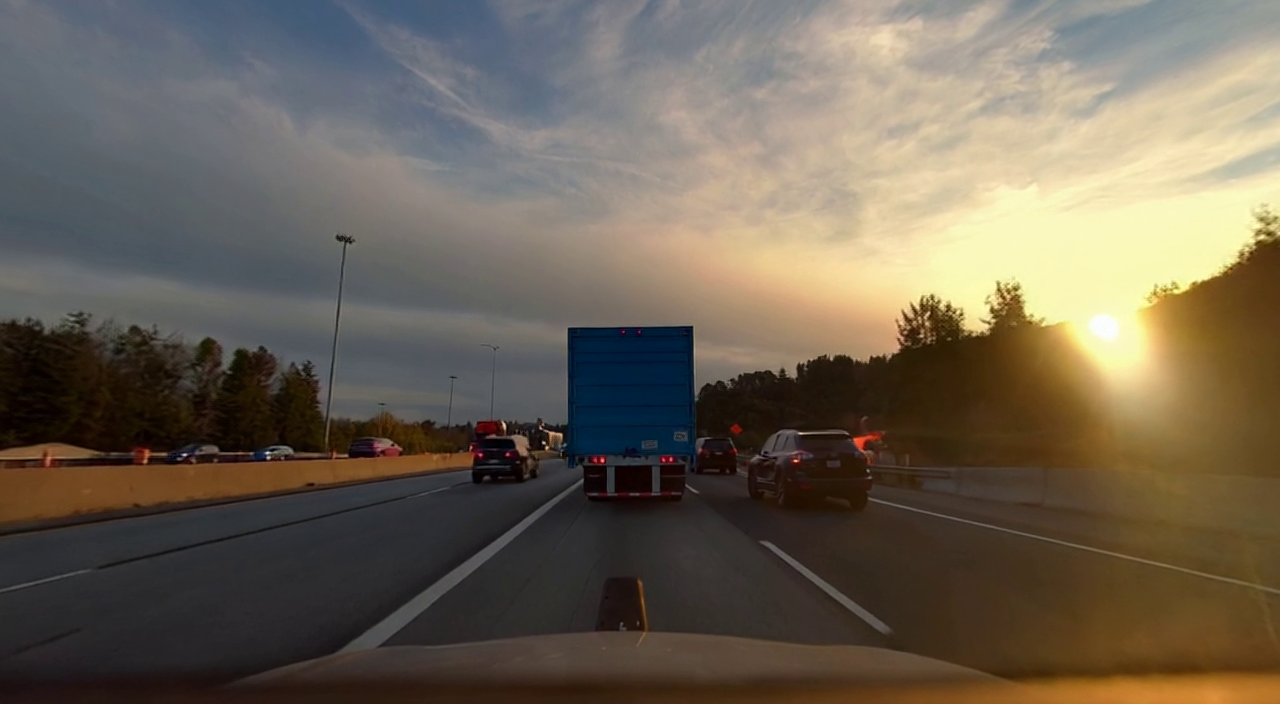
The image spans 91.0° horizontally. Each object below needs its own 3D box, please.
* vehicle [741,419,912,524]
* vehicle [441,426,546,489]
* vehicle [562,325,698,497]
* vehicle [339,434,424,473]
[{"bbox_3d":[3.439,2.303,12.603,2.103,1.713,4.173,1,-9,0],"label":"vehicle"},{"bbox_3d":[-4.413,3.284,19.820,2.095,1.736,4.529,0,-9,2],"label":"vehicle"},{"bbox_3d":[-0.240,2.078,19.587,3.067,3.940,10.154,0,-9,0],"label":"vehicle"},{"bbox_3d":[-13.101,5.163,32.305,2.054,1.708,4.663,2,-8,4],"label":"vehicle"}]
